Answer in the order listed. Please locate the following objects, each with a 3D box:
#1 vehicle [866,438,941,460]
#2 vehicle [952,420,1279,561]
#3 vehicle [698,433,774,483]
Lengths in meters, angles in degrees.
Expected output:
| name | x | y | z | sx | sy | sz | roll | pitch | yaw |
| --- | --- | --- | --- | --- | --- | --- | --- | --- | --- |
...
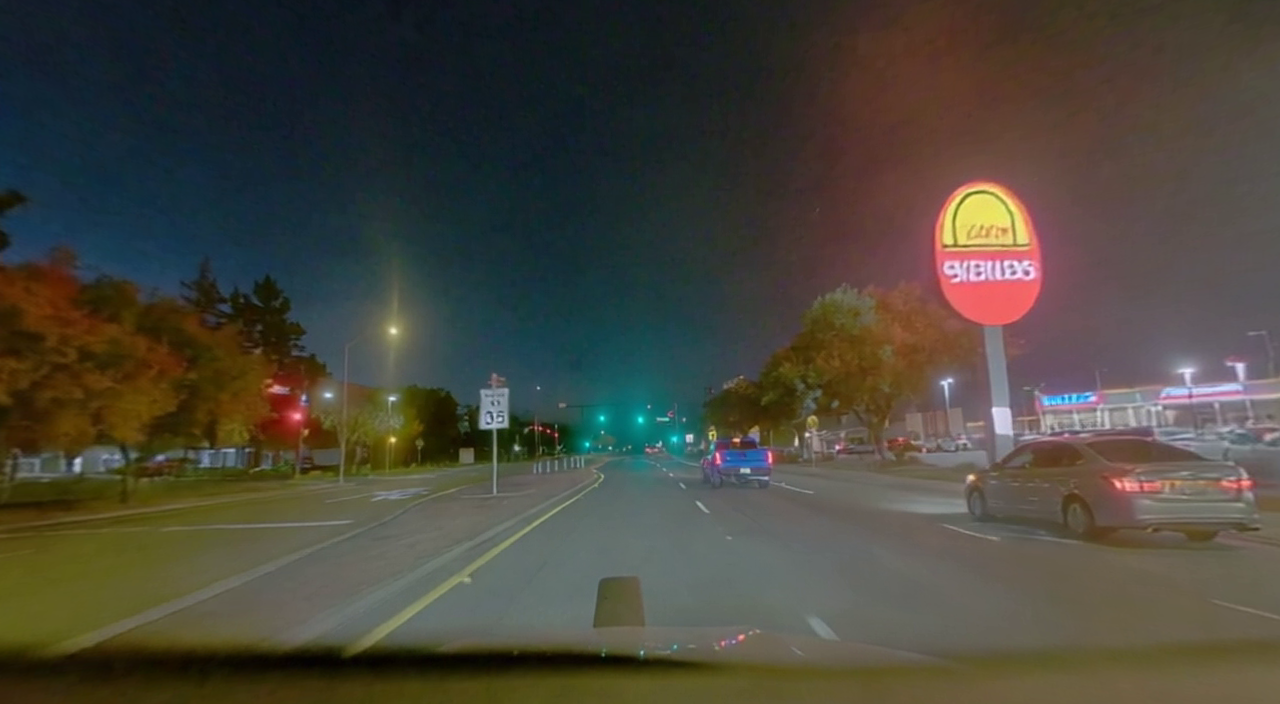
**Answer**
| name | x | y | z | sx | sy | sz | roll | pitch | yaw |
| --- | --- | --- | --- | --- | --- | --- | --- | --- | --- |
| vehicle | 18.204 | 6.749 | 43.782 | 4.337 | 1.447 | 1.933 | 0 | -9 | 0 |
| vehicle | 6.549 | 1.808 | 8.942 | 1.986 | 1.480 | 4.296 | 0 | -9 | -1 |
| vehicle | 3.642 | 4.133 | 24.914 | 2.214 | 1.749 | 4.998 | 0 | -9 | 0 |
